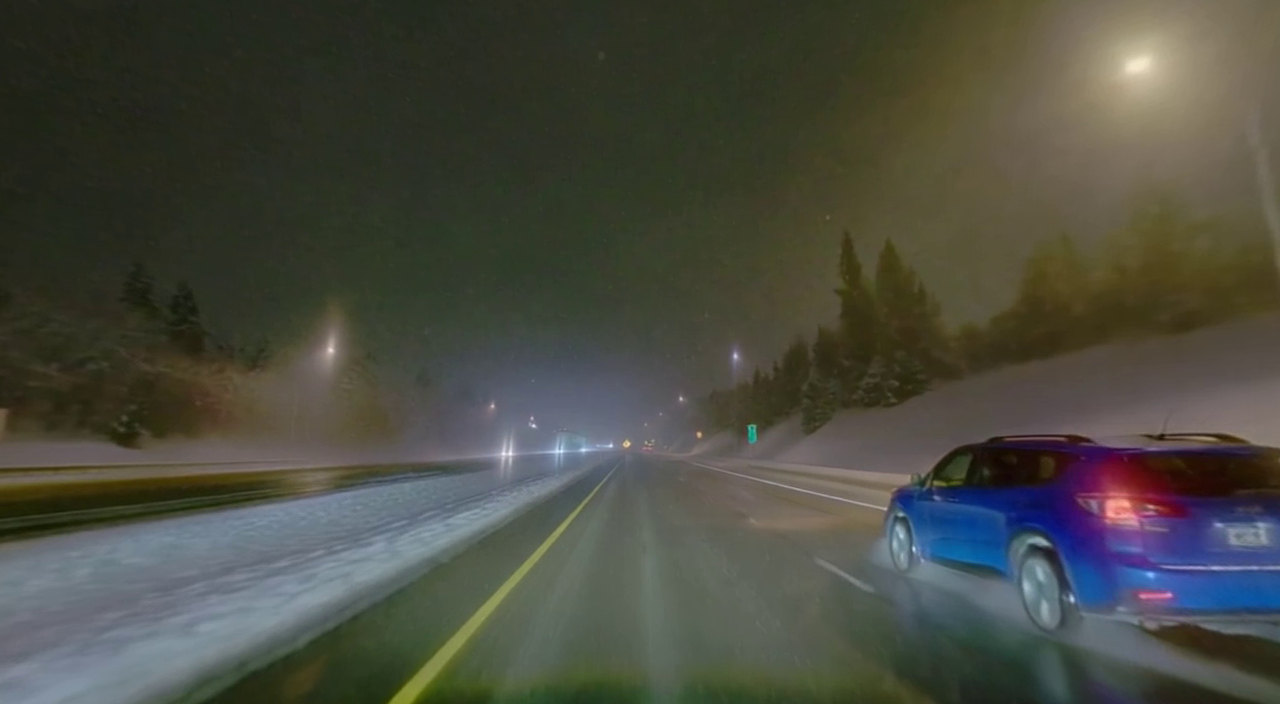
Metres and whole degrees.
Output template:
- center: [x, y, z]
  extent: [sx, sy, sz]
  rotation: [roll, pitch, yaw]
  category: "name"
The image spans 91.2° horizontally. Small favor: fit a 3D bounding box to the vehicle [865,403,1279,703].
- center: [3.624, 1.360, 5.019]
  extent: [2.002, 1.604, 4.265]
  rotation: [0, -9, 0]
  category: "vehicle"
